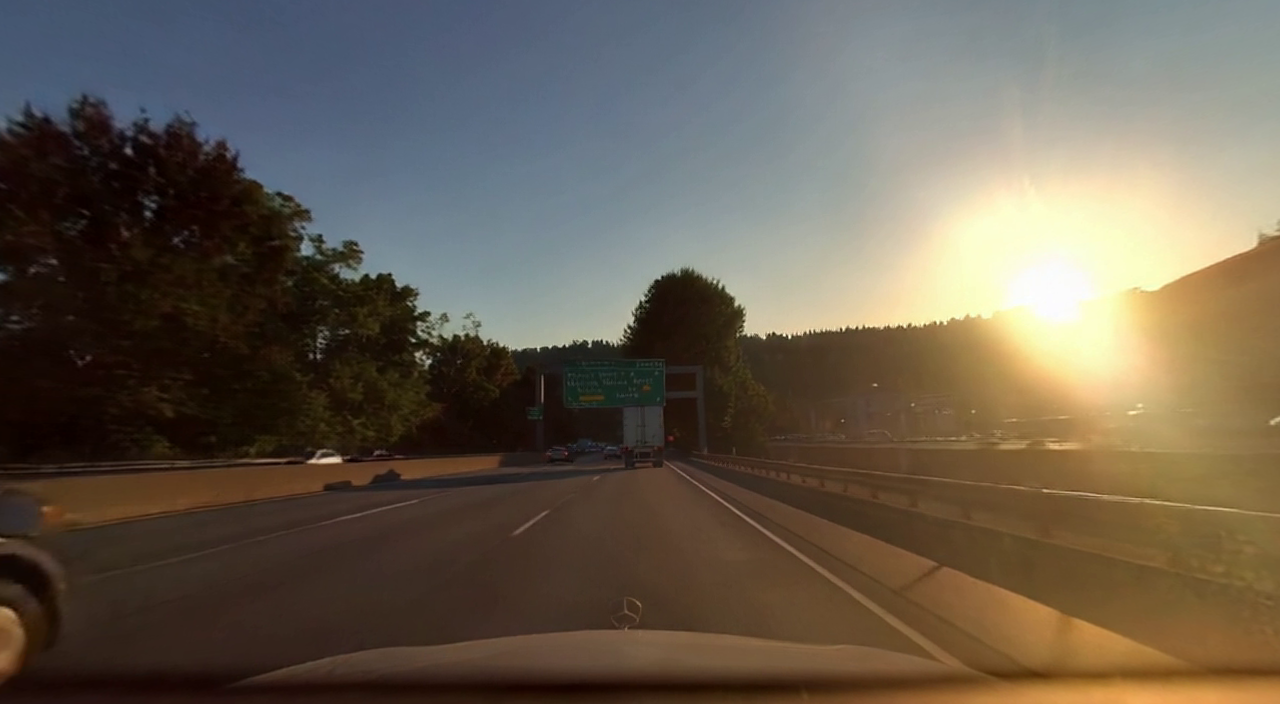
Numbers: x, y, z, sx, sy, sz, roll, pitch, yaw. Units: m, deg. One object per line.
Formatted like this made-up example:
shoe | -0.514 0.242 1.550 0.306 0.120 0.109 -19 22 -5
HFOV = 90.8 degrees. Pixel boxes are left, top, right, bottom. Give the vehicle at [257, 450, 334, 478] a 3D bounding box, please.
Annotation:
vehicle | -19.659 6.393 36.242 1.816 1.476 4.468 0 -9 1

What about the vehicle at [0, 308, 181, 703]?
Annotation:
vehicle | -3.795 0.530 0.967 2.226 1.933 5.179 0 -9 0

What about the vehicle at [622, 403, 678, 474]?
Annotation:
vehicle | 0.457 5.608 39.968 2.976 3.800 12.335 0 -9 -1
